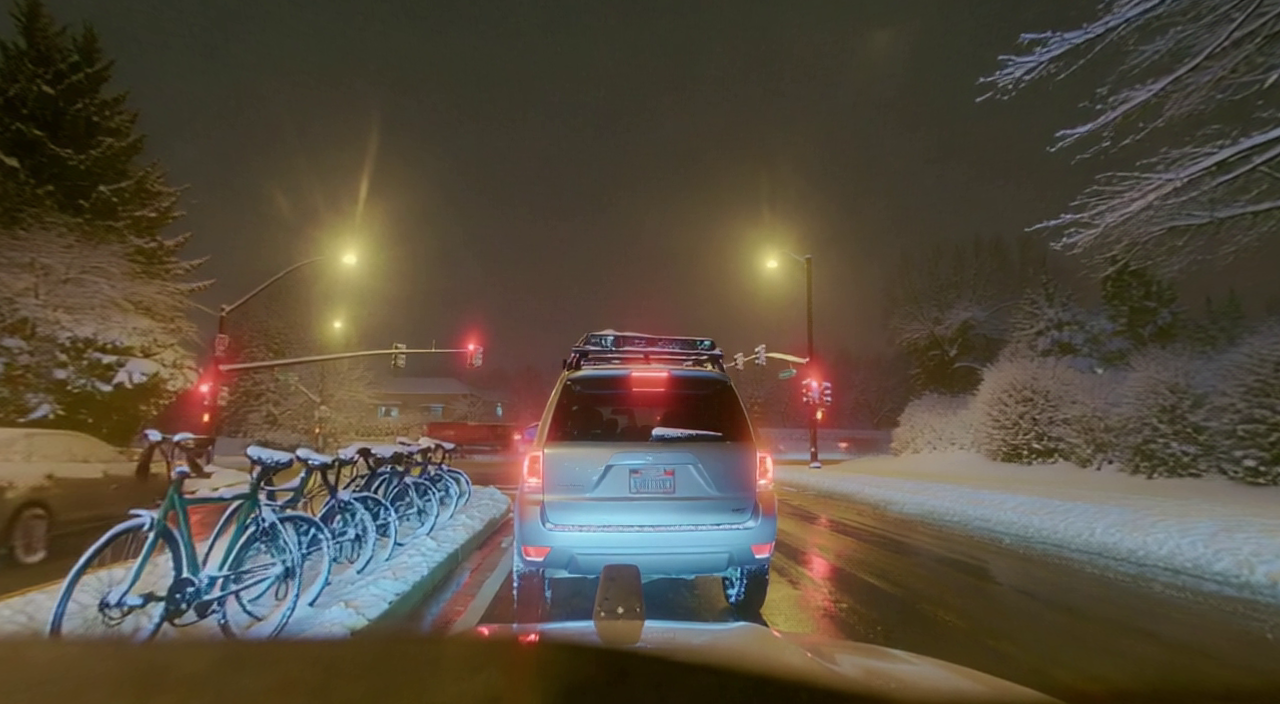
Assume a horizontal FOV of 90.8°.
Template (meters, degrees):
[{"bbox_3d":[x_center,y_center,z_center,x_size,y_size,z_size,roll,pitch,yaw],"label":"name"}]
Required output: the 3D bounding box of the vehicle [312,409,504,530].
[{"bbox_3d":[-4.207,2.230,12.643,2.337,1.858,5.409,1,-9,-7],"label":"vehicle"}]

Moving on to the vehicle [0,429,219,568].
[{"bbox_3d":[-8.007,1.790,8.209,2.026,1.479,4.712,0,-8,-4],"label":"vehicle"}]

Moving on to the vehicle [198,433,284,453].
[{"bbox_3d":[-30.203,6.912,47.884,5.107,1.499,1.778,1,-9,-8],"label":"vehicle"}]

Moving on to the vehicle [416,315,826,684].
[{"bbox_3d":[-0.246,1.159,6.003,2.333,2.087,4.586,0,-8,-4],"label":"vehicle"}]
